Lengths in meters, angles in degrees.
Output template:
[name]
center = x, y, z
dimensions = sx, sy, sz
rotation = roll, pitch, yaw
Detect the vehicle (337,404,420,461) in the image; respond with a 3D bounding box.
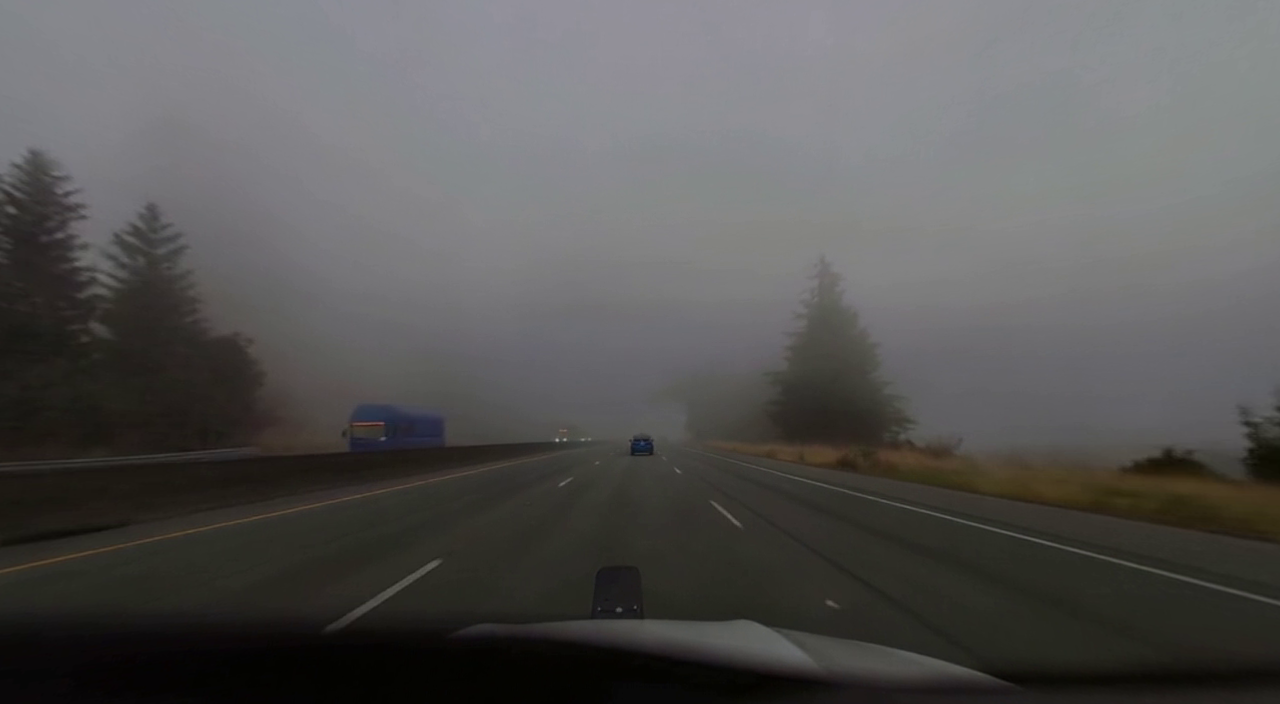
[vehicle]
center = -17.636, 5.524, 42.952
dimensions = 3.010, 3.617, 5.816
rotation = 0, -8, 1
